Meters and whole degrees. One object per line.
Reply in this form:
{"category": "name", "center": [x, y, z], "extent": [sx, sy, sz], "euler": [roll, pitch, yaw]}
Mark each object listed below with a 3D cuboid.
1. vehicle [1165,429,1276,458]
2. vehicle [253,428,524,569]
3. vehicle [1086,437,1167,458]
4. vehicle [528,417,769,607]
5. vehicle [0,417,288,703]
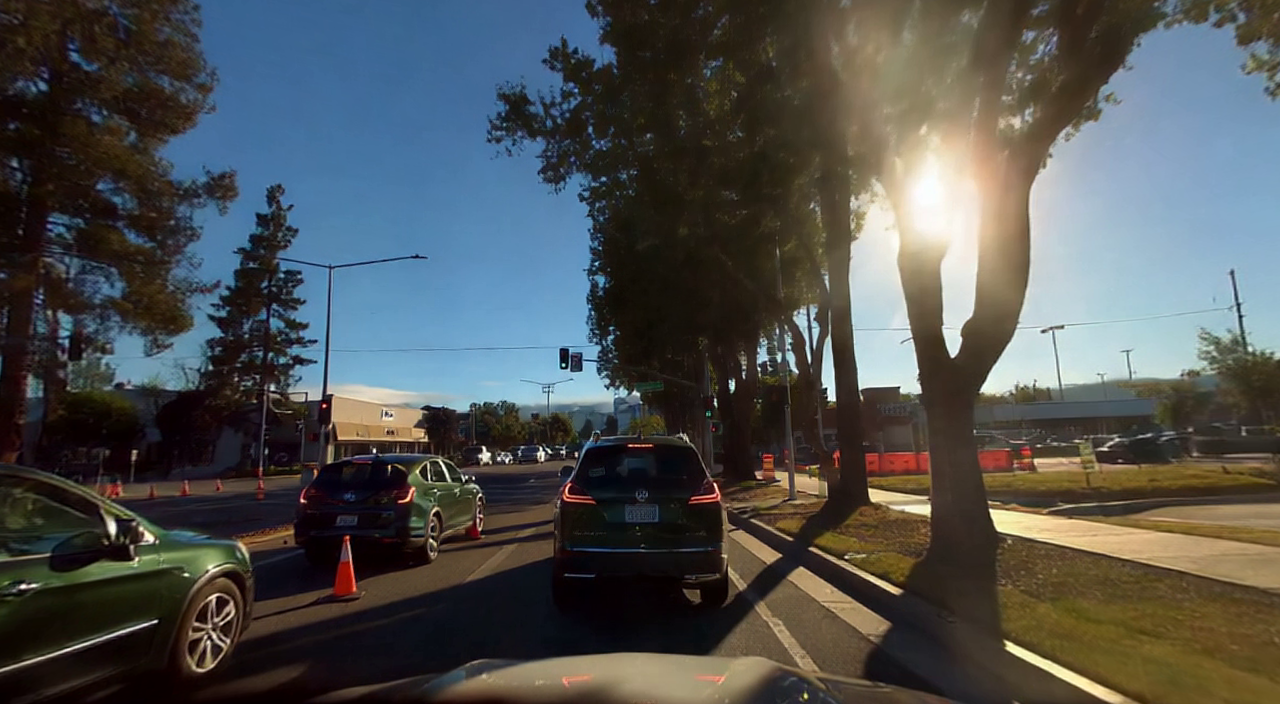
{"category": "vehicle", "center": [37.529, 5.914, 40.816], "extent": [5.043, 1.759, 2.085], "euler": [0, -9, 1]}
{"category": "vehicle", "center": [-3.268, 1.998, 9.439], "extent": [1.989, 1.541, 4.626], "euler": [0, -9, 2]}
{"category": "vehicle", "center": [36.438, 7.170, 47.196], "extent": [4.581, 1.480, 1.752], "euler": [1, -9, 0]}
{"category": "vehicle", "center": [0.116, 1.627, 7.207], "extent": [2.021, 1.560, 3.676], "euler": [0, -9, 1]}
{"category": "vehicle", "center": [-3.593, 0.947, 2.144], "extent": [1.964, 1.497, 4.722], "euler": [0, -9, 1]}
